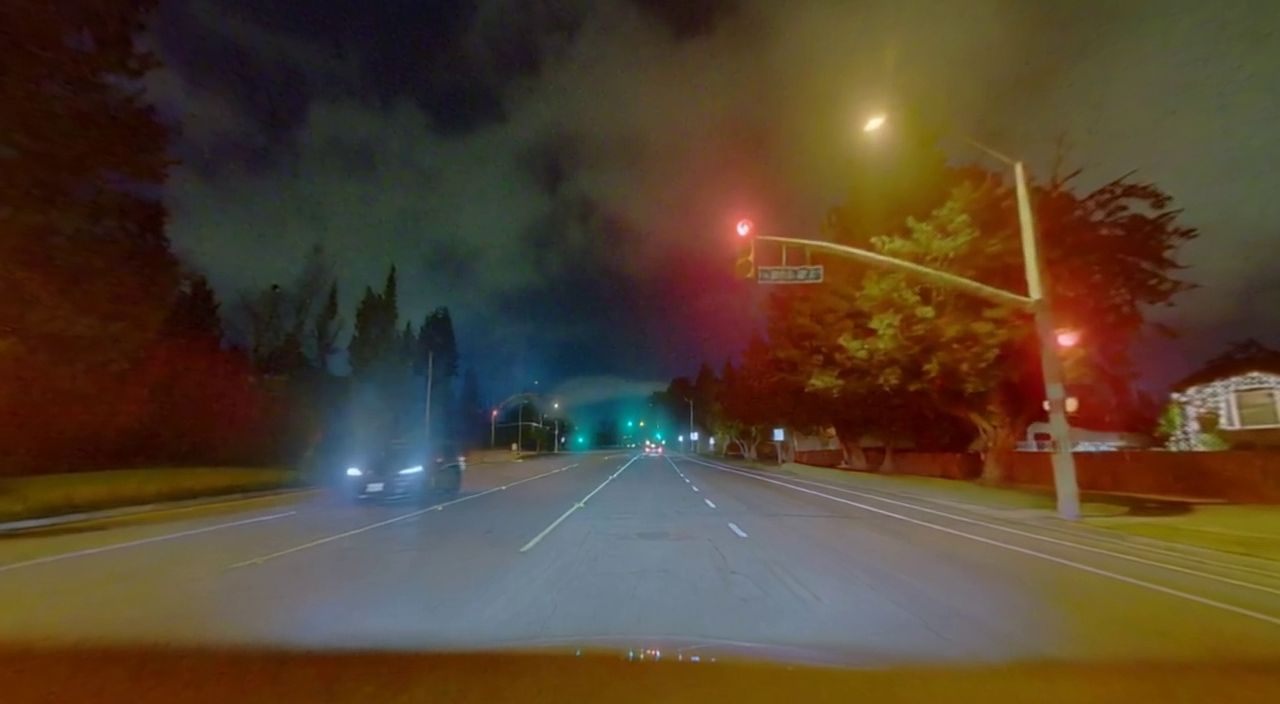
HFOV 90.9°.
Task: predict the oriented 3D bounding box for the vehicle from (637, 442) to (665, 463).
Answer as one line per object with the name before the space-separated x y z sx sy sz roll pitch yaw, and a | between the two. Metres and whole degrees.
vehicle | 0.822 7.721 48.669 2.025 1.492 4.124 0 -8 0

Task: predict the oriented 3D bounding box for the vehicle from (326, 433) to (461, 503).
vehicle | -6.762 3.208 17.896 2.008 1.718 4.356 0 -8 1
